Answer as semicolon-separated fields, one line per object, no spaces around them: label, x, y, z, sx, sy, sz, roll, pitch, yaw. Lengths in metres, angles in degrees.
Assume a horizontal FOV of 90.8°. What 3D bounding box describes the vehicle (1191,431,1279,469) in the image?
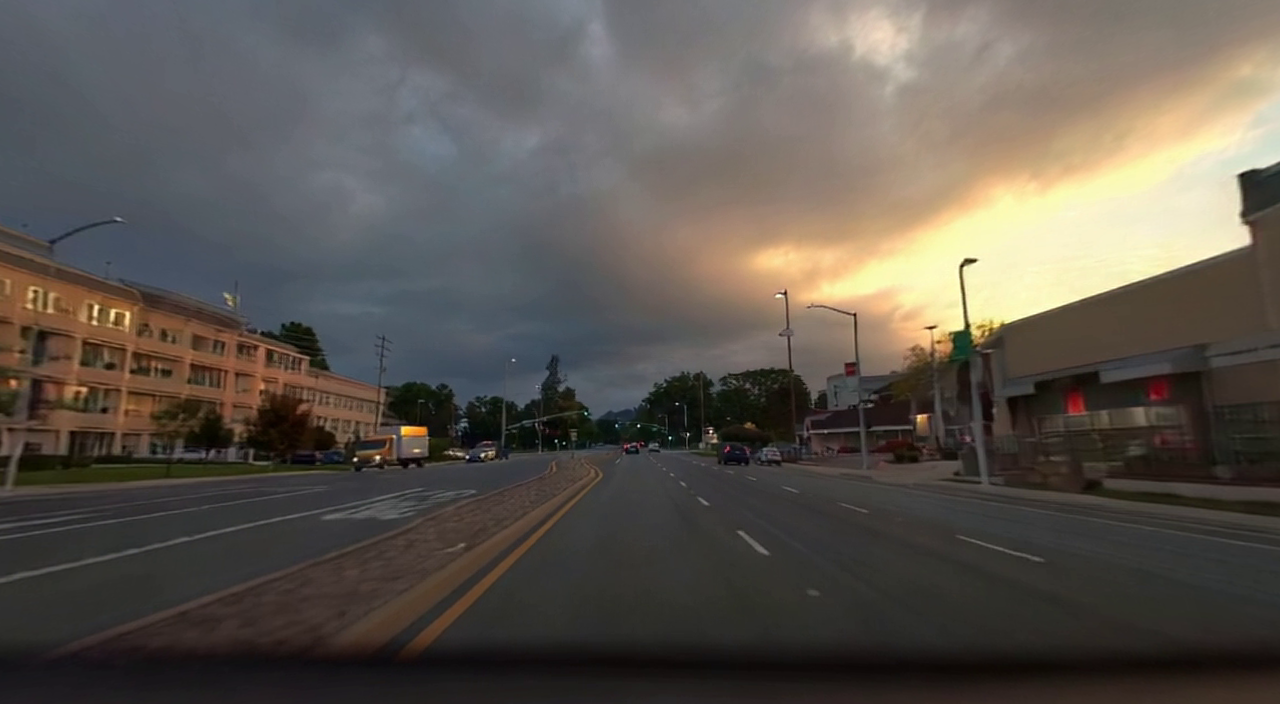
vehicle;30.392;4.847;31.264;1.860;1.716;4.675;1;-9;-2

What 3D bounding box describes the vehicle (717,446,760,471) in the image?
vehicle;6.132;6.669;39.836;1.916;1.437;4.327;1;-9;-2

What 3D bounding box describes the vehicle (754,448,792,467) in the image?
vehicle;10.393;8.253;49.686;1.902;1.427;4.458;1;-9;-2

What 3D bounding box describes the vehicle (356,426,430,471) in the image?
vehicle;-19.236;7.579;49.770;2.886;3.299;6.838;0;-9;1

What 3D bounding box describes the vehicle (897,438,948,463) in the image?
vehicle;19.884;6.925;44.584;1.815;1.643;3.746;0;-9;0
